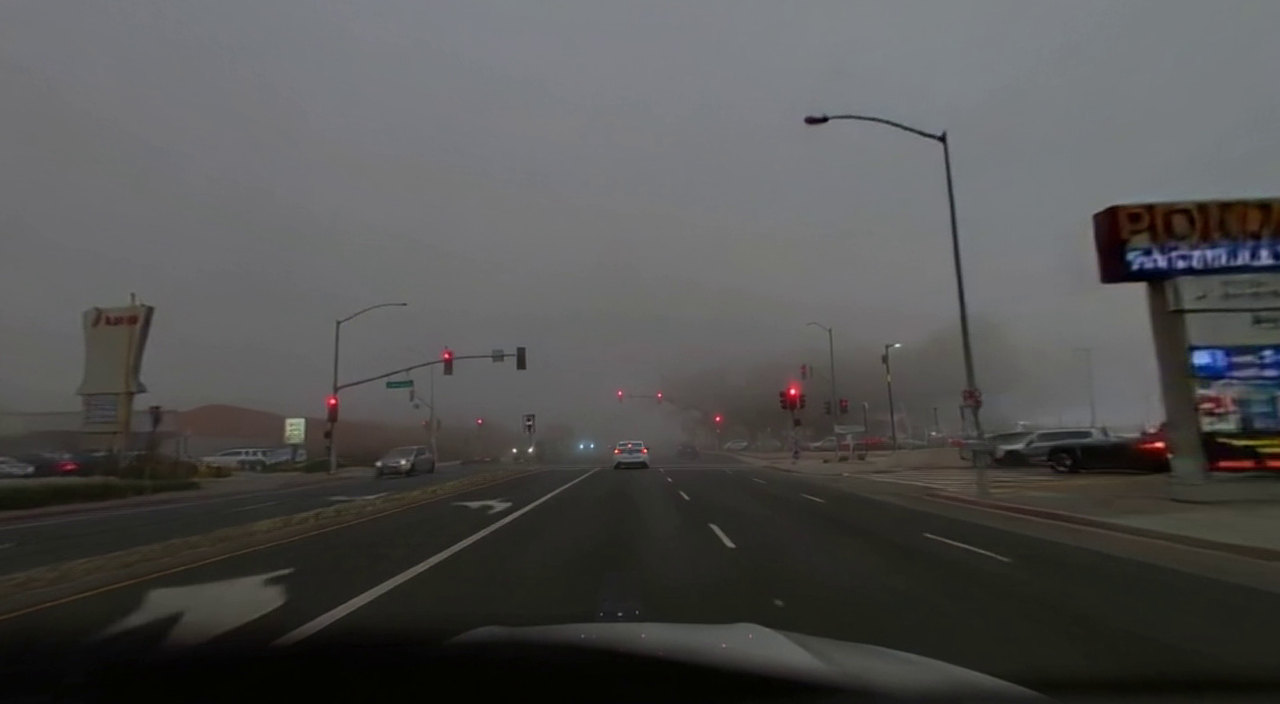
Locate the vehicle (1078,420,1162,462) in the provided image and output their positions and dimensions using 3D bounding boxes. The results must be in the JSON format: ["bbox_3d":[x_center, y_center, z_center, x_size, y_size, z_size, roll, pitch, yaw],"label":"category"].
[{"bbox_3d":[20.294,3.732,26.671,4.432,1.556,2.012,5,-11,-44],"label":"vehicle"}]

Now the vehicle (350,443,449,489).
[{"bbox_3d":[-8.605,4.076,23.062,1.894,1.486,4.359,0,-8,0],"label":"vehicle"}]

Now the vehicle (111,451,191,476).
[{"bbox_3d":[-36.250,8.265,46.999,4.295,1.695,1.931,0,-8,0],"label":"vehicle"}]

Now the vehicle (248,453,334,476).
[{"bbox_3d":[-23.961,7.737,43.592,4.788,1.464,1.927,-1,-8,2],"label":"vehicle"}]

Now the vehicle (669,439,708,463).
[{"bbox_3d":[3.088,6.383,40.980,2.060,1.471,4.168,0,-8,-2],"label":"vehicle"}]

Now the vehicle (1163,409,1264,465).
[{"bbox_3d":[20.285,3.012,22.309,4.775,1.752,1.971,7,-11,-41],"label":"vehicle"}]

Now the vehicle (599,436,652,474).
[{"bbox_3d":[-0.617,4.538,28.107,2.160,1.508,4.319,0,-8,-1],"label":"vehicle"}]

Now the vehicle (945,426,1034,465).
[{"bbox_3d":[14.780,3.935,26.672,1.985,1.479,4.580,-9,-12,44],"label":"vehicle"}]

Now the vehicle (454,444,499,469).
[{"bbox_3d":[-11.866,7.571,46.173,2.039,1.630,4.878,1,-8,-1],"label":"vehicle"}]
